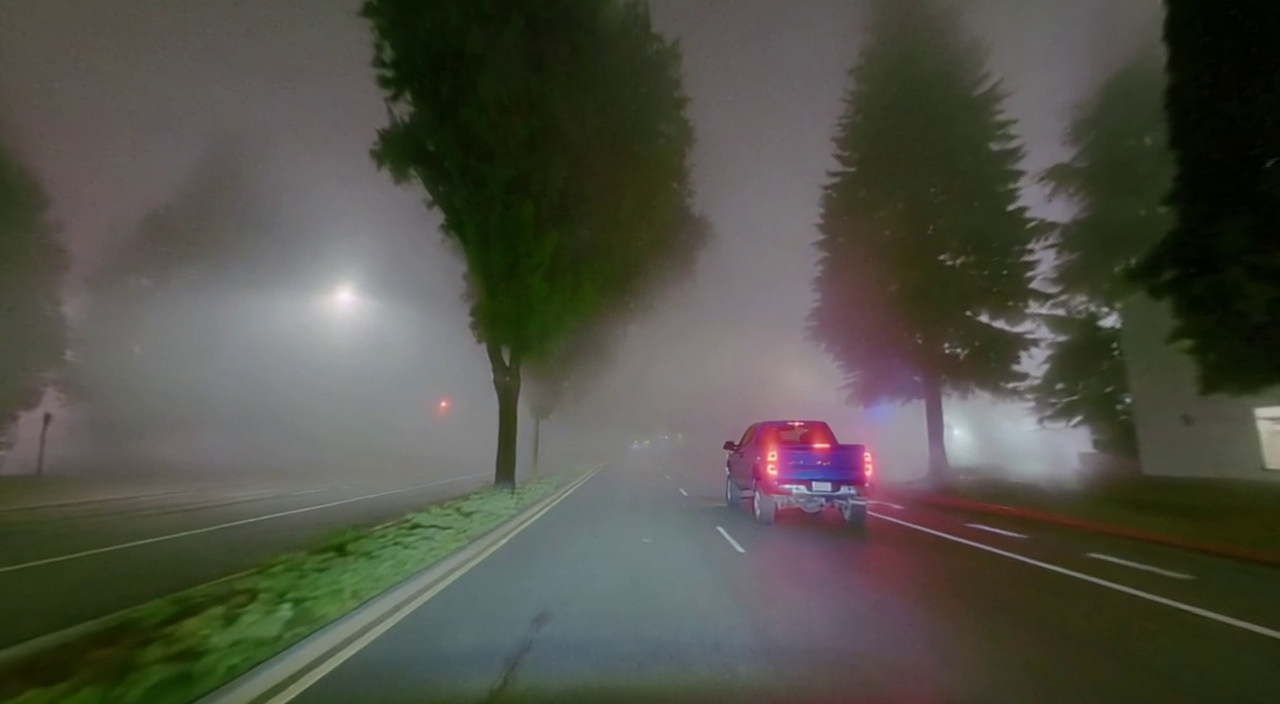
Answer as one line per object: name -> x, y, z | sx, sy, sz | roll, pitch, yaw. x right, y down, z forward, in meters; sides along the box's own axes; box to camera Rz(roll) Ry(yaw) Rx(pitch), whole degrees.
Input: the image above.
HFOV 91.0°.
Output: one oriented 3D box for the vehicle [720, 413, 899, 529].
vehicle -> 3.060, 2.297, 12.807 | 2.085, 1.828, 5.383 | 0, -8, -1
